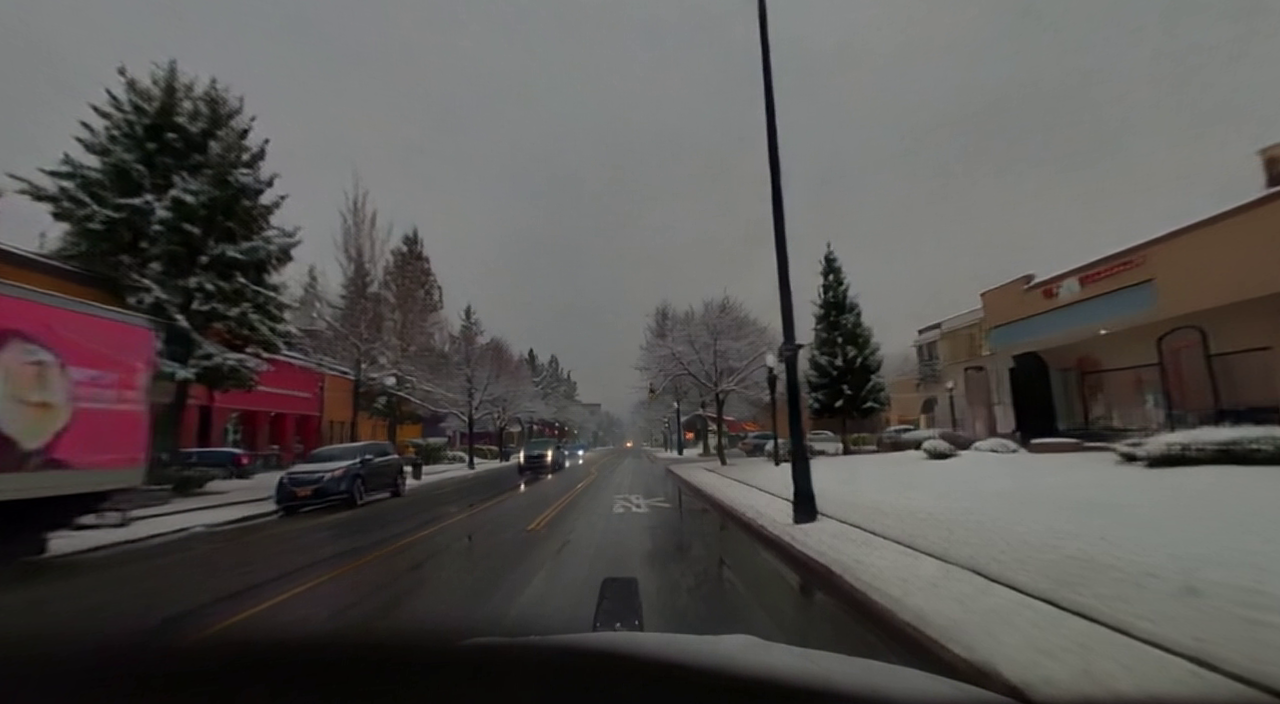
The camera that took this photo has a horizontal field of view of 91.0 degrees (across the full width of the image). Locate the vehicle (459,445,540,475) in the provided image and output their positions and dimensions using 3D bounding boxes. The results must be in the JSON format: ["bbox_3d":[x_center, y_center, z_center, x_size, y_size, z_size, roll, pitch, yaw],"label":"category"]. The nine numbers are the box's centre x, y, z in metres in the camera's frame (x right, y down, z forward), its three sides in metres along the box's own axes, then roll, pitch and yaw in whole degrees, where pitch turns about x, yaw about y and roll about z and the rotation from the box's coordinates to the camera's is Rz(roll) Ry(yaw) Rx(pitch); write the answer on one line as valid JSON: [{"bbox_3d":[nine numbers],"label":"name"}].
[{"bbox_3d":[-8.899,6.831,40.084,1.879,1.543,4.778,-14,-14,43],"label":"vehicle"}]

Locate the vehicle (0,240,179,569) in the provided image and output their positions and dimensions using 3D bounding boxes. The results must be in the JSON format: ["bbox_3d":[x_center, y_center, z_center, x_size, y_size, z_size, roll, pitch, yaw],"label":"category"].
[{"bbox_3d":[-8.831,0.361,4.119,2.986,3.768,11.697,-6,-6,0],"label":"vehicle"}]

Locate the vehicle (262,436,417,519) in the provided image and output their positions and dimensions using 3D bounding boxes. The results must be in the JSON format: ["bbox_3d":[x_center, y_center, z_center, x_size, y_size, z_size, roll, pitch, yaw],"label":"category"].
[{"bbox_3d":[-7.572,3.130,16.437,1.950,1.743,4.312,-2,-7,0],"label":"vehicle"}]

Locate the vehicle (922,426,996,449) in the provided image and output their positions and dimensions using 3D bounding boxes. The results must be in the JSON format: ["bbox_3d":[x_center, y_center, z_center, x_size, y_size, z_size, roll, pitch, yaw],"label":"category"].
[{"bbox_3d":[23.530,6.352,46.527,4.371,1.614,1.910,1,-9,-3],"label":"vehicle"}]
